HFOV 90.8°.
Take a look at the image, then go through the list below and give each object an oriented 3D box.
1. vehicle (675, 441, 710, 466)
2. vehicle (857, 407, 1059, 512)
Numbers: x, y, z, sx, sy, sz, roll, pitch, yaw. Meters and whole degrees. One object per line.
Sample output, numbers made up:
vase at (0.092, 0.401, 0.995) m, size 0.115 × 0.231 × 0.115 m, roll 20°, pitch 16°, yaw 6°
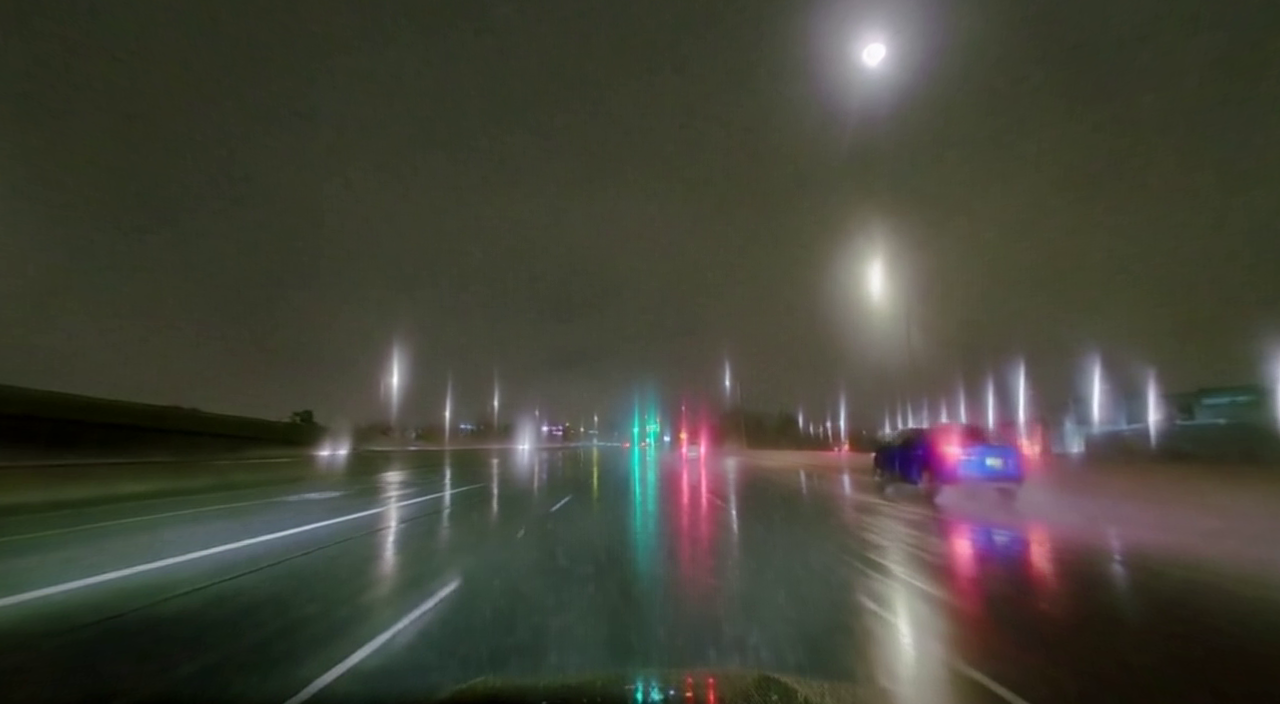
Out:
vehicle at (3.467, 6.790, 42.387) m, size 2.000 × 1.533 × 3.770 m, roll 0°, pitch -8°, yaw -1°
vehicle at (6.759, 2.350, 14.195) m, size 2.065 × 1.953 × 4.605 m, roll 0°, pitch -8°, yaw -1°
